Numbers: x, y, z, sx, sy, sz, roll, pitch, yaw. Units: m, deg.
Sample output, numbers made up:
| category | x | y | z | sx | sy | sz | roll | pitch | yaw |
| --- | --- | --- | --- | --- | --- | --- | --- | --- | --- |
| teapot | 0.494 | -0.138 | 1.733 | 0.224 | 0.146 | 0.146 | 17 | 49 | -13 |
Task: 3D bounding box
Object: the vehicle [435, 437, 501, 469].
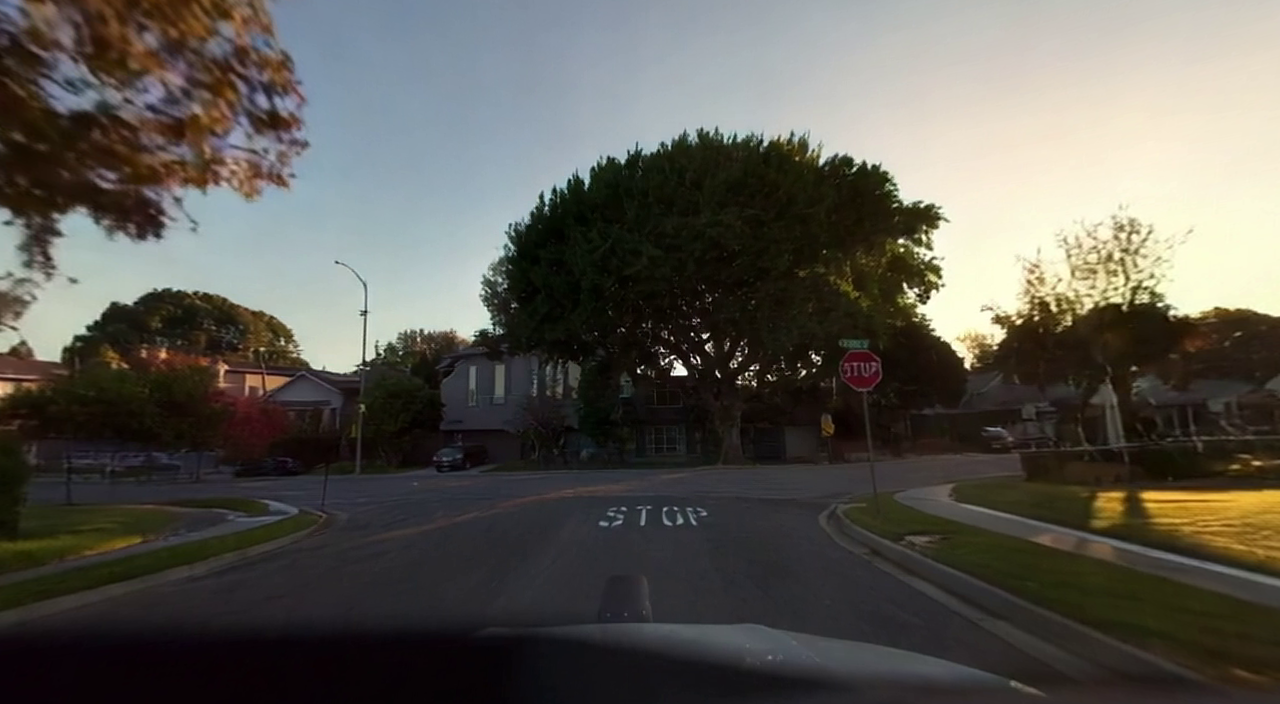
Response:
| category | x | y | z | sx | sy | sz | roll | pitch | yaw |
| --- | --- | --- | --- | --- | --- | --- | --- | --- | --- |
| vehicle | -9.853 | 5.805 | 36.437 | 1.883 | 1.732 | 4.038 | -2 | -9 | 15 |
